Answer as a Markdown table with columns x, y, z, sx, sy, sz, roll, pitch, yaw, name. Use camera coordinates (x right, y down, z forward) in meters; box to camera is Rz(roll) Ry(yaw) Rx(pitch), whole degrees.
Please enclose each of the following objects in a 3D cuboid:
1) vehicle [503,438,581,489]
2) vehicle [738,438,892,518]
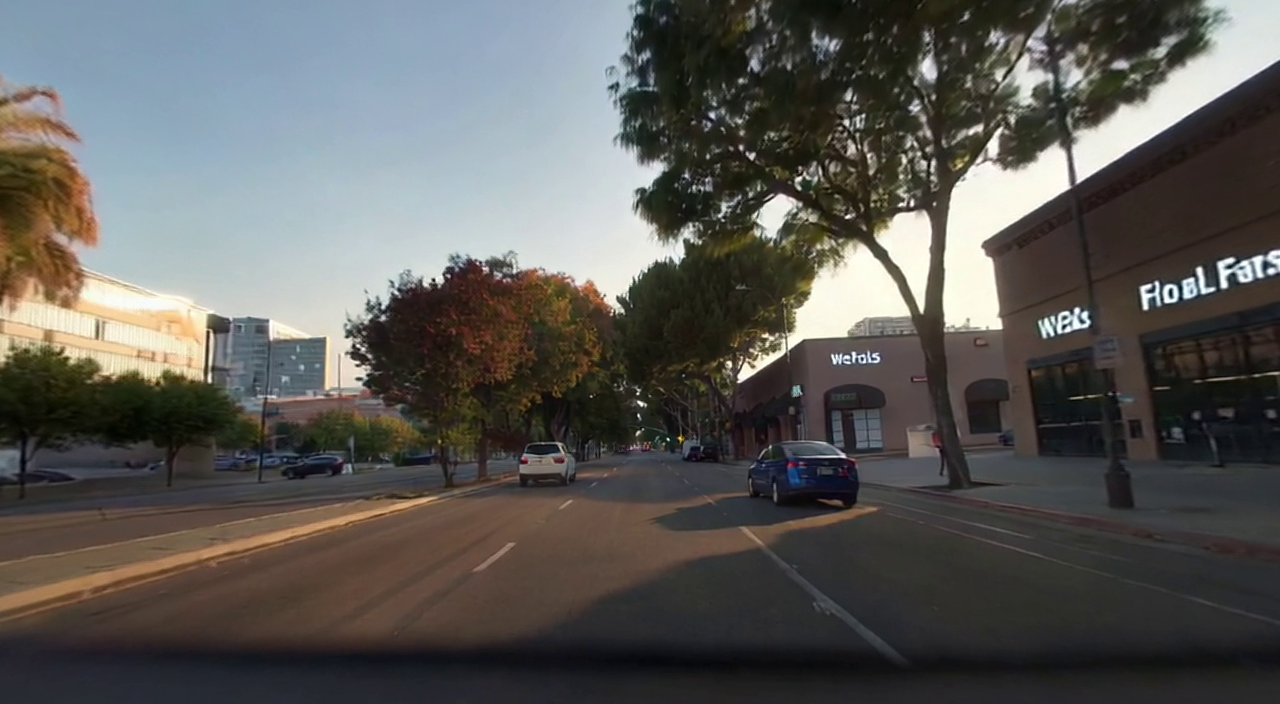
| x | y | z | sx | sy | sz | roll | pitch | yaw | name |
| --- | --- | --- | --- | --- | --- | --- | --- | --- | --- |
| -3.580 | 4.171 | 23.951 | 2.145 | 1.694 | 4.642 | 0 | -9 | 1 | vehicle |
| 3.667 | 2.718 | 14.243 | 1.961 | 1.482 | 4.538 | 0 | -9 | -3 | vehicle |
